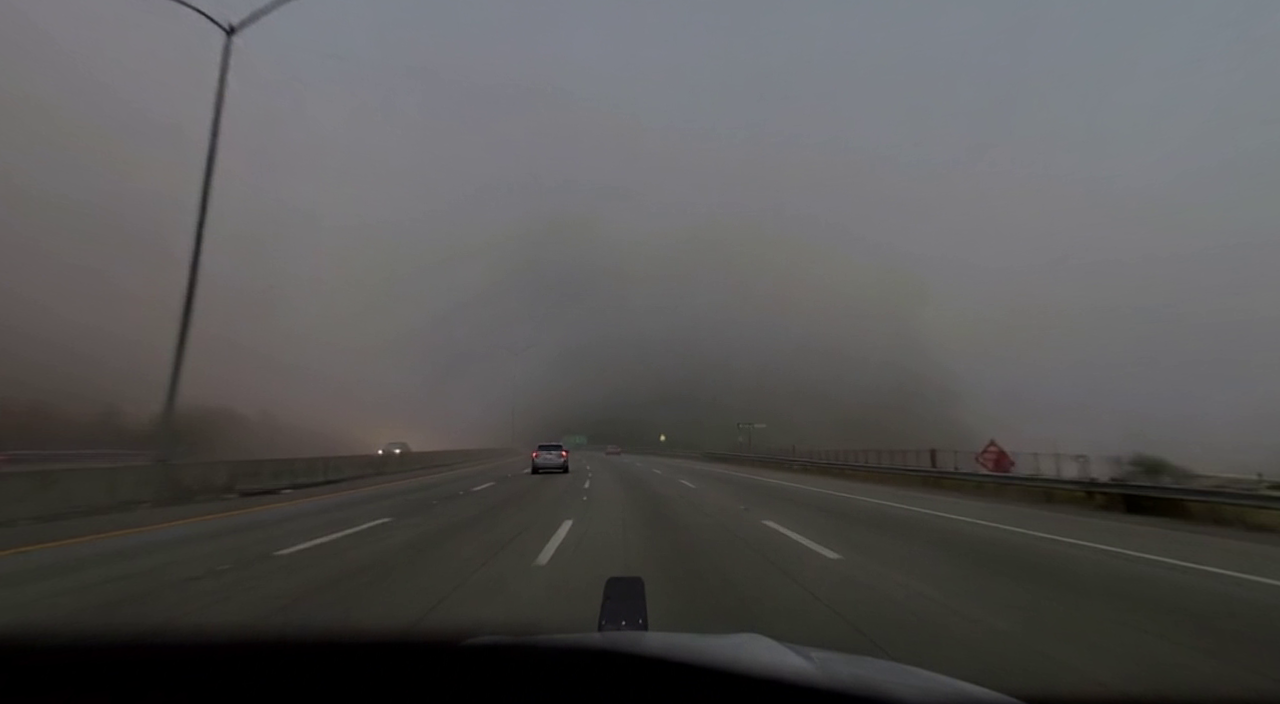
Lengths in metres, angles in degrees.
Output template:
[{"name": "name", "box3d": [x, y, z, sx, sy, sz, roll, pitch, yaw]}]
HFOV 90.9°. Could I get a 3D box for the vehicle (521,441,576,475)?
[{"name": "vehicle", "box3d": [-4.244, 4.980, 29.978, 2.193, 1.497, 4.337, 0, -8, -3]}]
